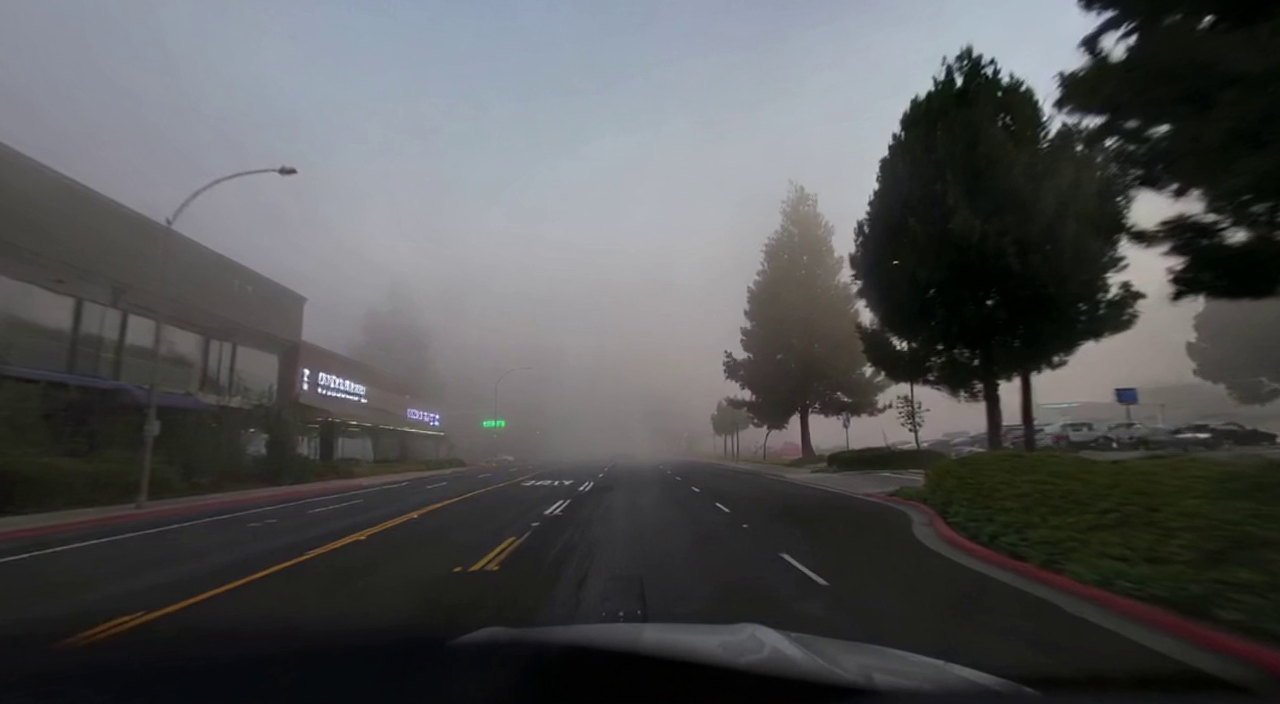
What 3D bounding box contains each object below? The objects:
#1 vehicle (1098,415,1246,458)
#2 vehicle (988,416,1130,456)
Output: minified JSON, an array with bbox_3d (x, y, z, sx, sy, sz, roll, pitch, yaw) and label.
[{"bbox_3d":[23.874,3.832,28.494,4.716,1.834,2.119,0,-8,-1],"label":"vehicle"},{"bbox_3d":[23.323,4.724,35.384,6.239,2.118,2.380,0,-8,-1],"label":"vehicle"}]
